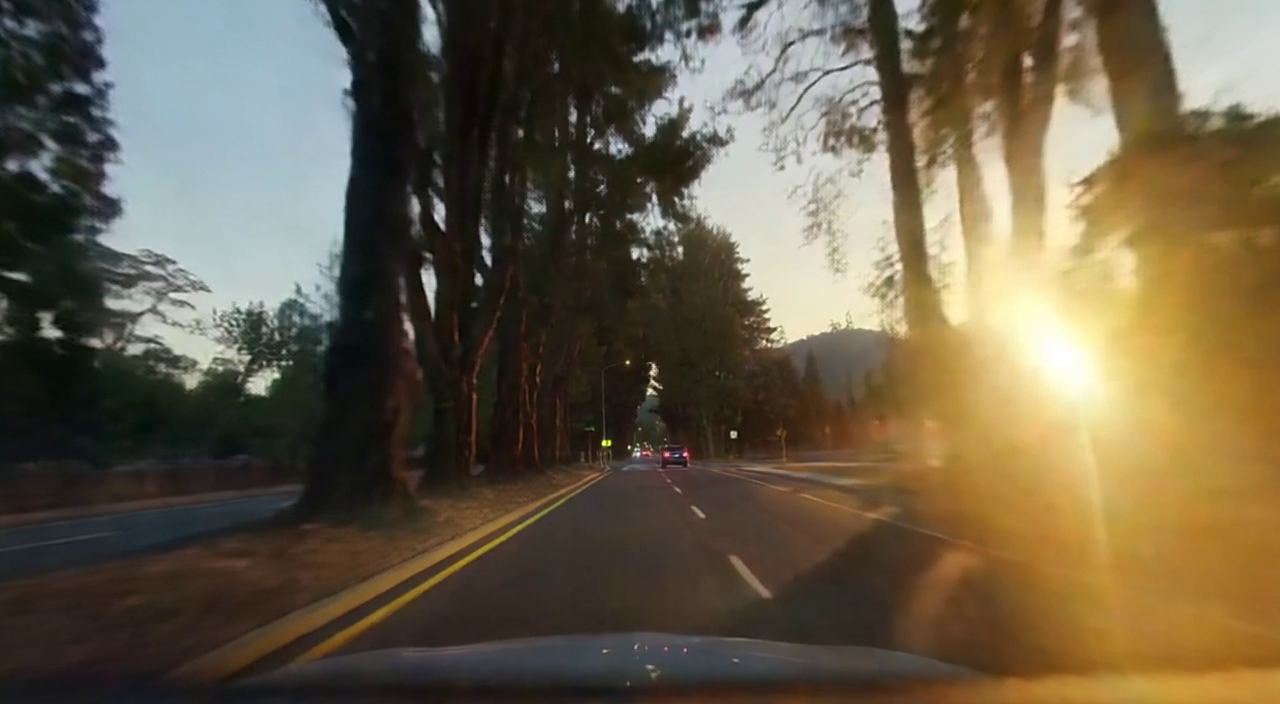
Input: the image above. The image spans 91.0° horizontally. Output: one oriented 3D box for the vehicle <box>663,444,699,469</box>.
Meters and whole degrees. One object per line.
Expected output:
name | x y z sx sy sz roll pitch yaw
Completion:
vehicle | 2.629 6.835 41.280 2.044 1.537 4.528 0 -8 -1
